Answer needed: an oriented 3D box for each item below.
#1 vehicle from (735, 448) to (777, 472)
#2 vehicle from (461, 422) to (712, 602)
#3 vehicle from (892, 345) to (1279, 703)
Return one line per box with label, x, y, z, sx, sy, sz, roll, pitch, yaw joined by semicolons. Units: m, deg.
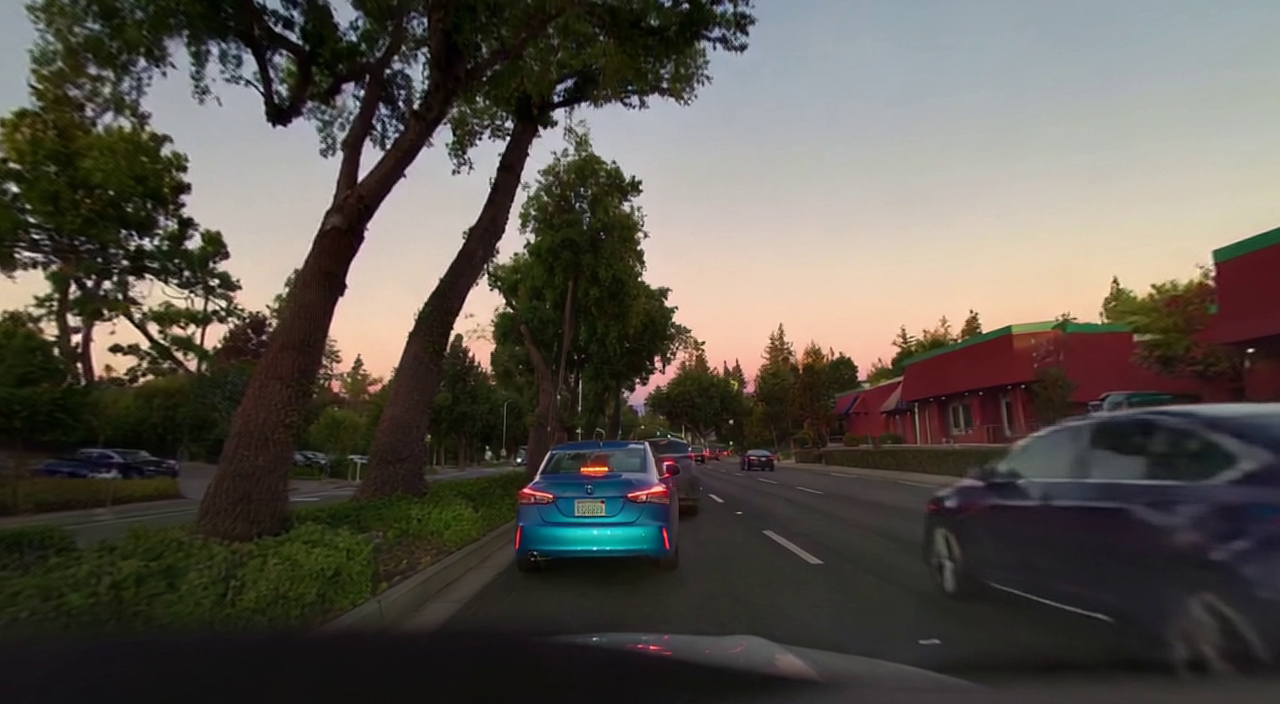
vehicle;7.216;6.741;39.400;1.909;1.380;3.905;0;-9;0
vehicle;-0.471;1.659;7.381;2.111;1.506;4.018;0;-9;-1
vehicle;3.480;1.061;4.109;1.946;1.648;4.230;0;-9;1
